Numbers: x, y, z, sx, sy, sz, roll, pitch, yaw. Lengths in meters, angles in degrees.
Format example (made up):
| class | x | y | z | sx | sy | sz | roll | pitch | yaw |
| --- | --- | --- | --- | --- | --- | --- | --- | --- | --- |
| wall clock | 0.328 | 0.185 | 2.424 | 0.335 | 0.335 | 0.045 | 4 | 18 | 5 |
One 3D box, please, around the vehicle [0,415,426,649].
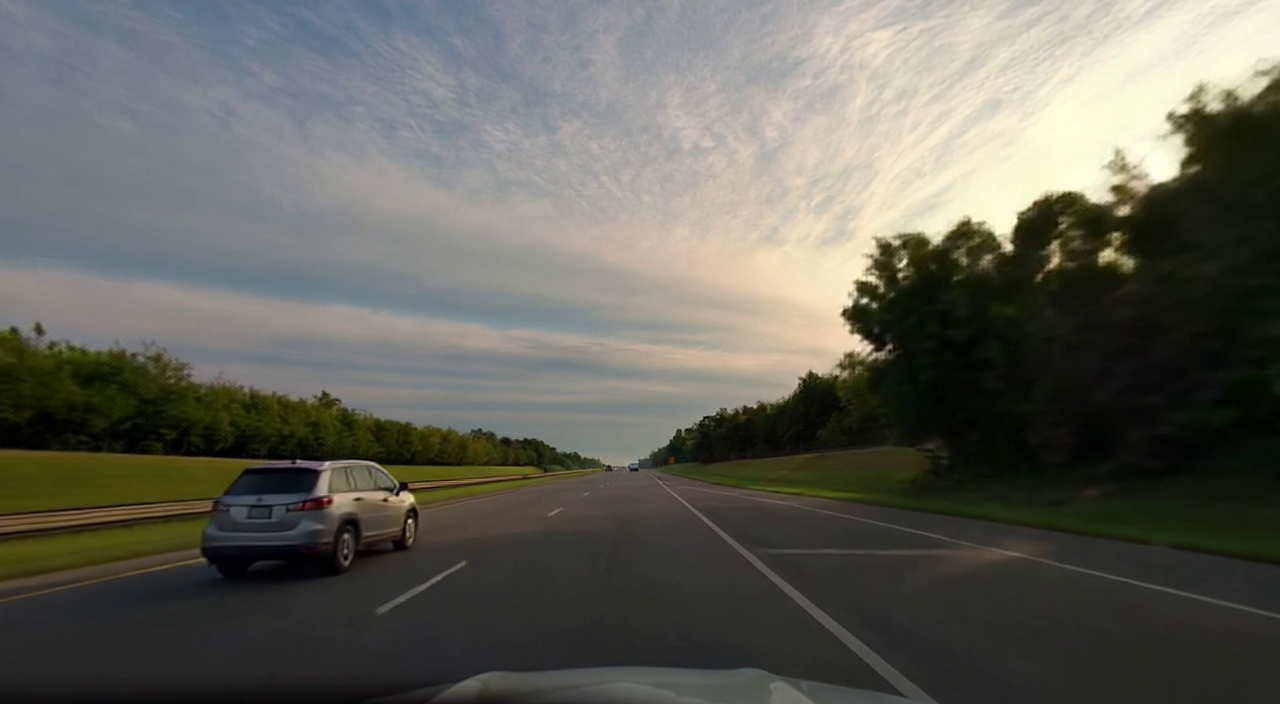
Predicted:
| class | x | y | z | sx | sy | sz | roll | pitch | yaw |
| --- | --- | --- | --- | --- | --- | --- | --- | --- | --- |
| vehicle | -4.158 | 1.694 | 6.880 | 1.928 | 1.593 | 4.871 | 1 | -10 | 0 |
